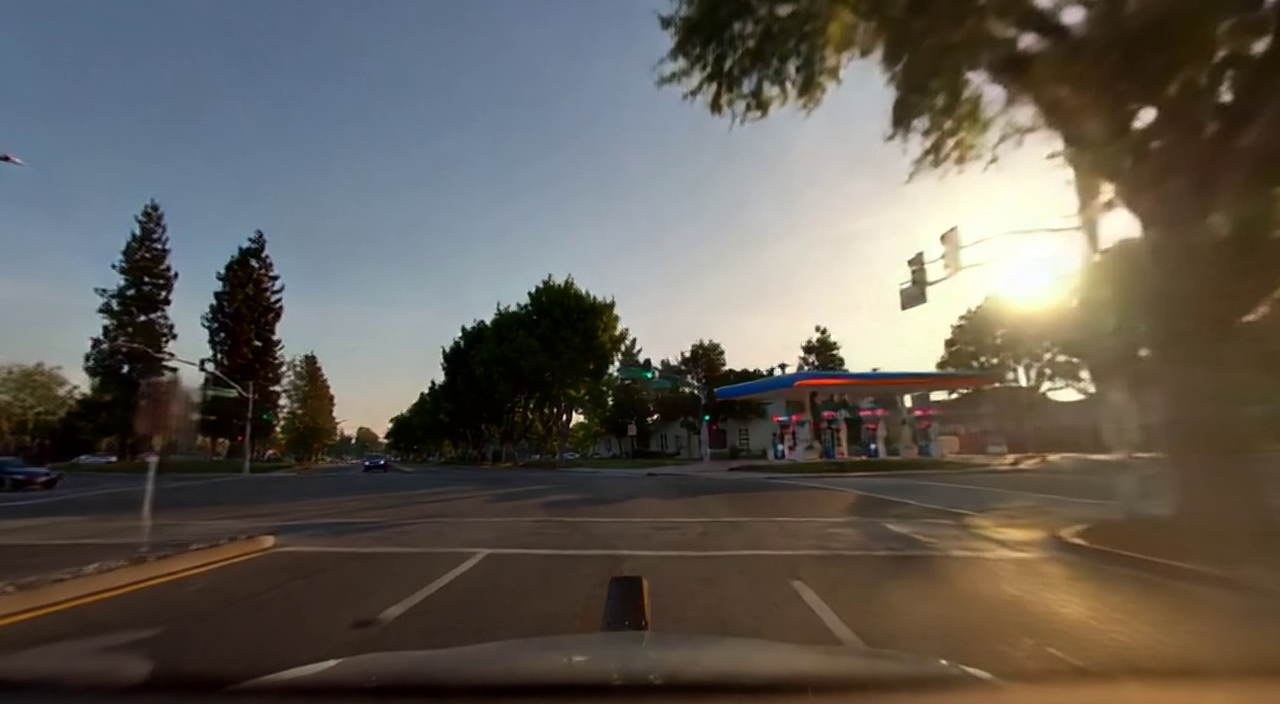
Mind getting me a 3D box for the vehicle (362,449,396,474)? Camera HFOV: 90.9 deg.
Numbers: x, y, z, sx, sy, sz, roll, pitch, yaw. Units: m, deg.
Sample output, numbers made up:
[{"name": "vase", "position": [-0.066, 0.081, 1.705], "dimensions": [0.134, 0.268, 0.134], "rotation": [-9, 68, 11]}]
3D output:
[{"name": "vehicle", "position": [-18.625, 7.742, 44.862], "dimensions": [2.048, 1.670, 4.450], "rotation": [4, -10, -24]}]
